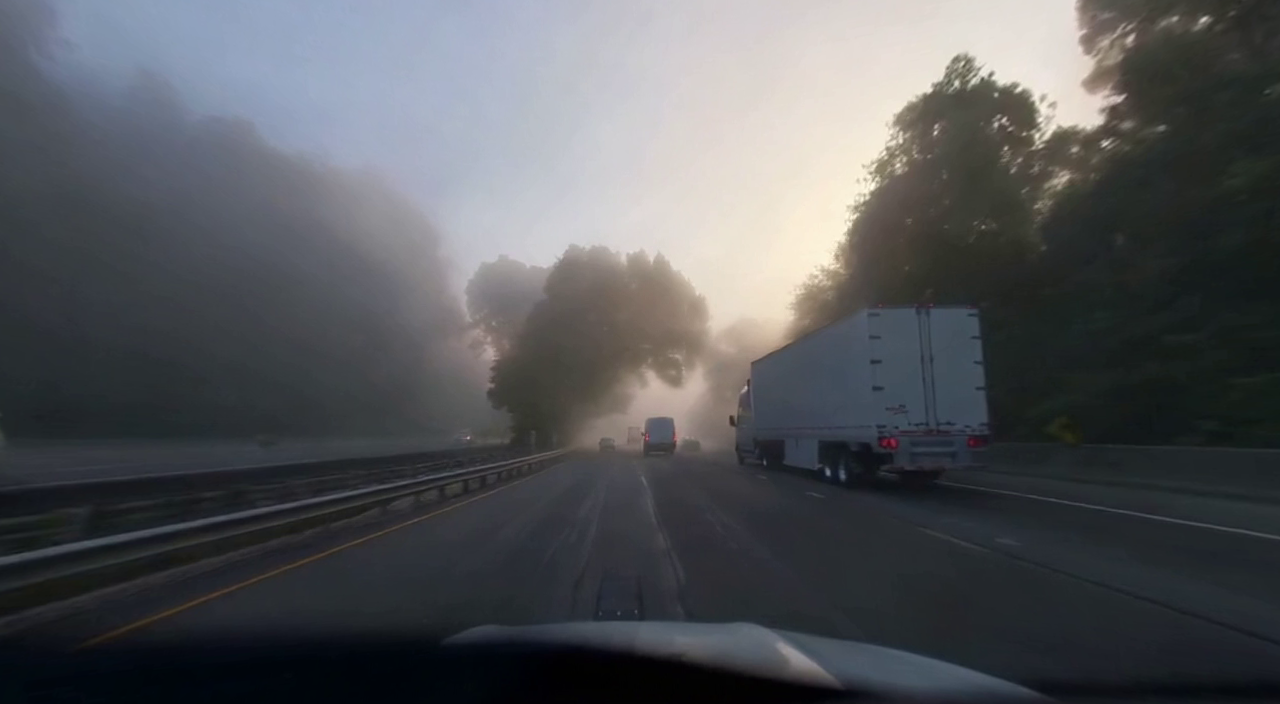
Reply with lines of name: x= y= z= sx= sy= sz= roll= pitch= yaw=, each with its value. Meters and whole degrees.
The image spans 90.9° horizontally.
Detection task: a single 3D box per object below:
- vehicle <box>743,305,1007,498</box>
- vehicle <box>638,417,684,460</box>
vehicle: x=6.020 y=1.932 z=20.207 sx=2.904 sy=4.054 sz=14.017 roll=0 pitch=-8 yaw=-1
vehicle: x=1.223 y=5.468 z=39.982 sx=2.436 sy=2.521 sz=5.409 roll=0 pitch=-8 yaw=-3
